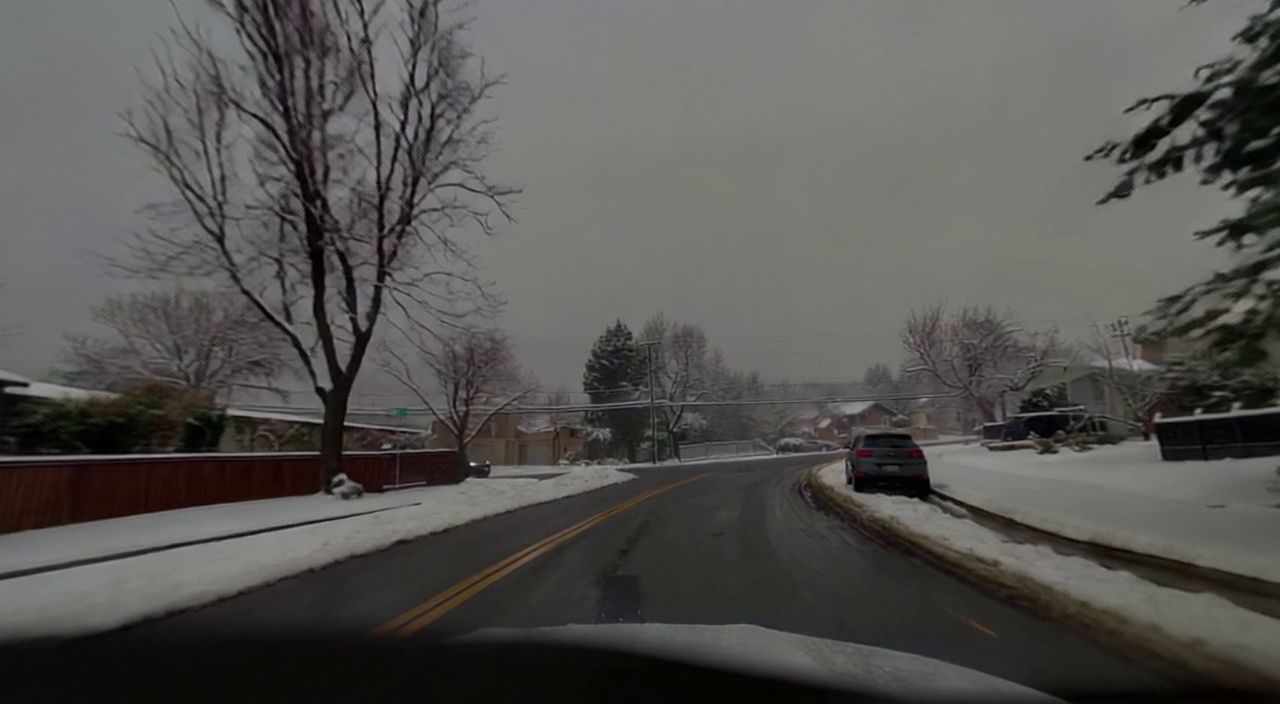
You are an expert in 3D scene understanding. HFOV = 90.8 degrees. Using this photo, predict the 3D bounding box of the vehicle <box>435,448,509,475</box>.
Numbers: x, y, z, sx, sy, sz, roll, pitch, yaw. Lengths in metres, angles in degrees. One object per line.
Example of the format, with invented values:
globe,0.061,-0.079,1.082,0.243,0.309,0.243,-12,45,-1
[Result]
vehicle,-10.806,7.018,40.717,4.270,1.683,1.984,-4,-9,24

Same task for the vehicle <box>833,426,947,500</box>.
vehicle,6.585,2.941,17.179,2.105,1.705,4.392,-2,-9,12
